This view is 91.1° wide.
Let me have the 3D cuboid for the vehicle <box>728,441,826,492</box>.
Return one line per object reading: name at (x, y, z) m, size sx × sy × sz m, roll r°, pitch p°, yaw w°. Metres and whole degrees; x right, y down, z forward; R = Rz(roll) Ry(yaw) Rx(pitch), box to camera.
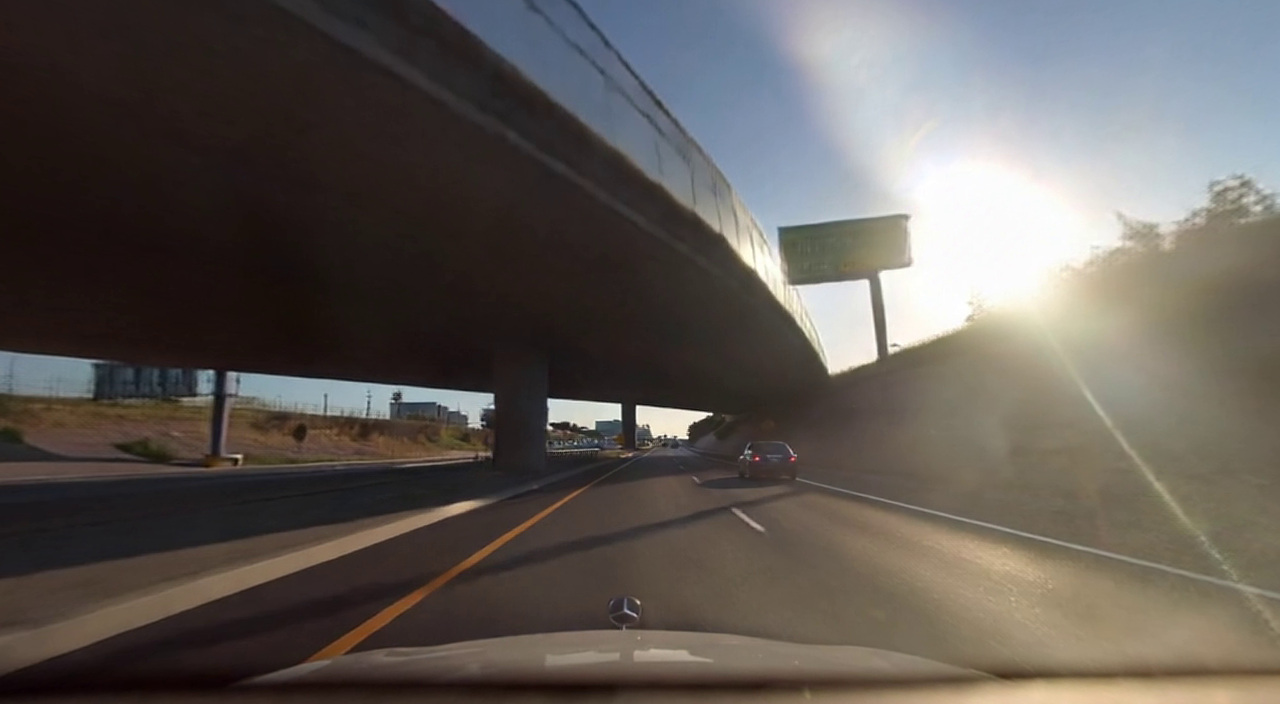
vehicle at (4.154, 3.527, 19.809) m, size 2.124 × 1.405 × 4.398 m, roll 0°, pitch -8°, yaw 0°
